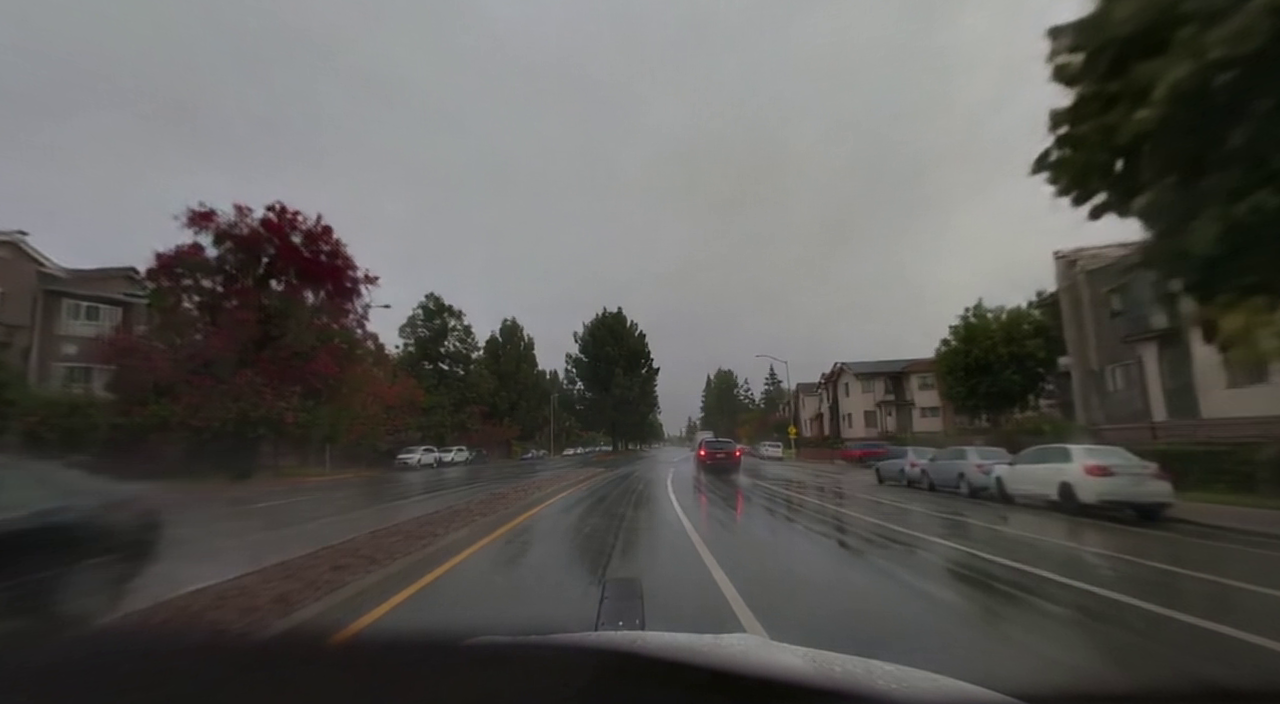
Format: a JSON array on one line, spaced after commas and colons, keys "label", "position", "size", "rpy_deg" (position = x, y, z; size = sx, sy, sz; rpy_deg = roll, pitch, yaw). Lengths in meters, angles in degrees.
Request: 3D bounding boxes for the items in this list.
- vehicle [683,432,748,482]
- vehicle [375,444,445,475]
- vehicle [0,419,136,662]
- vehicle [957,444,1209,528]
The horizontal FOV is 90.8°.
[{"label": "vehicle", "position": [2.883, 4.106, 25.022], "size": [2.085, 1.763, 4.490], "rpy_deg": [0, -8, 1]}, {"label": "vehicle", "position": [-16.219, 7.560, 44.967], "size": [2.239, 1.926, 6.159], "rpy_deg": [-2, -8, 5]}, {"label": "vehicle", "position": [-4.985, 1.006, 2.779], "size": [1.958, 1.501, 4.294], "rpy_deg": [0, -8, 0]}, {"label": "vehicle", "position": [9.146, 2.748, 13.732], "size": [1.996, 1.474, 4.771], "rpy_deg": [0, -8, 0]}]
